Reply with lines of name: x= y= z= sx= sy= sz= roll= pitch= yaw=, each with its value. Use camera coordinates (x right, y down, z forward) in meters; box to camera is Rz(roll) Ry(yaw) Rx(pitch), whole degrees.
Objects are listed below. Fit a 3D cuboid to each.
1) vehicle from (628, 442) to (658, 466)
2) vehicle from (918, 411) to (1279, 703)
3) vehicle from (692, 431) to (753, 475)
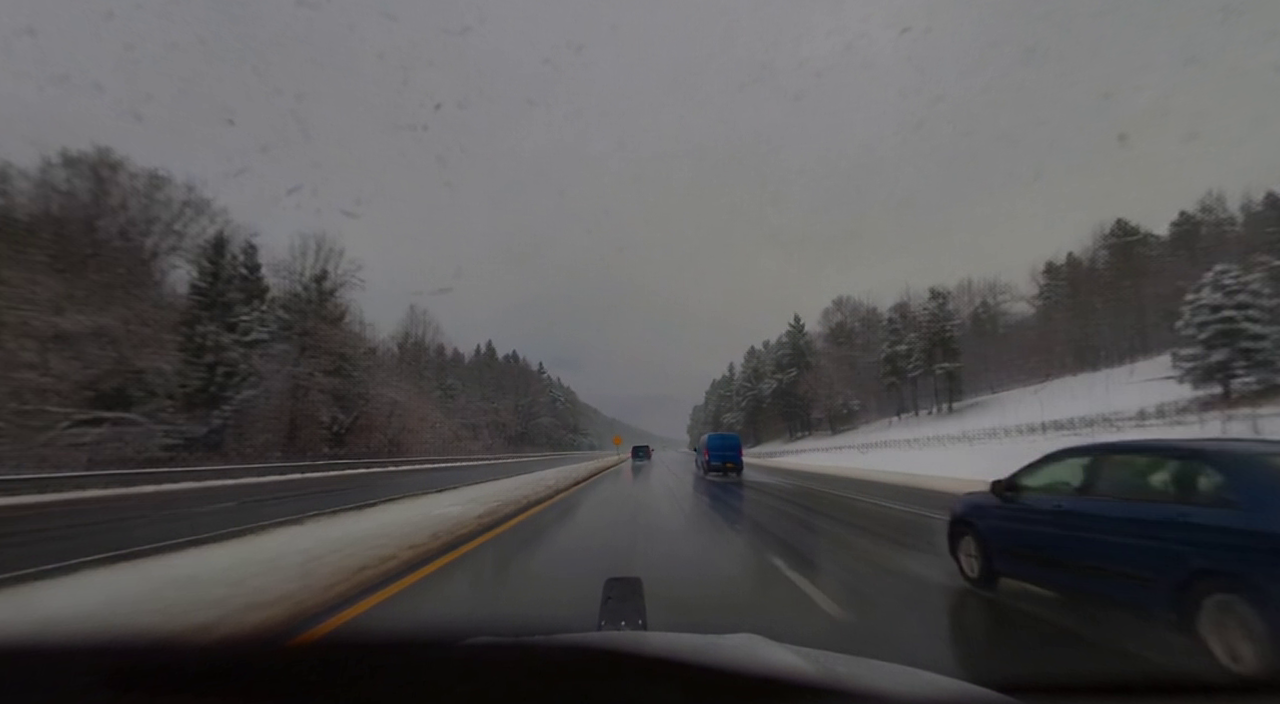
vehicle: x=0.255 y=7.584 z=47.067 sx=2.087 sy=1.707 sz=4.316 roll=0 pitch=-9 yaw=1
vehicle: x=3.951 y=1.175 z=4.096 sx=2.043 sy=1.431 sz=4.922 roll=0 pitch=-9 yaw=0
vehicle: x=4.076 y=5.149 z=32.164 sx=2.371 sy=2.045 sz=4.768 roll=0 pitch=-9 yaw=-1
